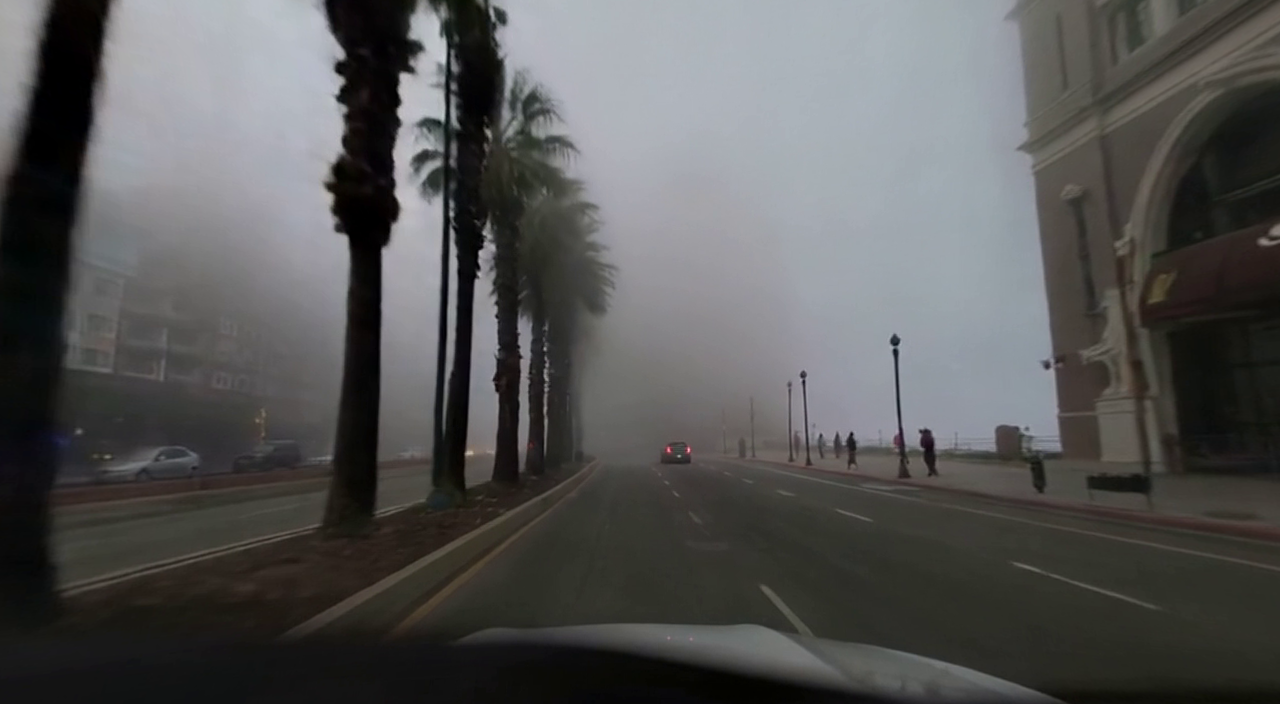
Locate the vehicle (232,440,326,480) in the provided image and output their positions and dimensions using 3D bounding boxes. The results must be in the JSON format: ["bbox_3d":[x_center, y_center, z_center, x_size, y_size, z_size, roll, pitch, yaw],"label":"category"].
[{"bbox_3d":[-18.460,5.523,32.604,2.136,1.890,4.670,0,-9,-1],"label":"vehicle"}]

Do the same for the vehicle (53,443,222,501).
[{"bbox_3d":[-18.119,4.308,23.233,2.049,1.878,5.125,0,-9,-2],"label":"vehicle"}]

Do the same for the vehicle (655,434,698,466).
[{"bbox_3d":[2.358,6.603,42.617,2.284,2.010,6.670,0,-9,-2],"label":"vehicle"}]
